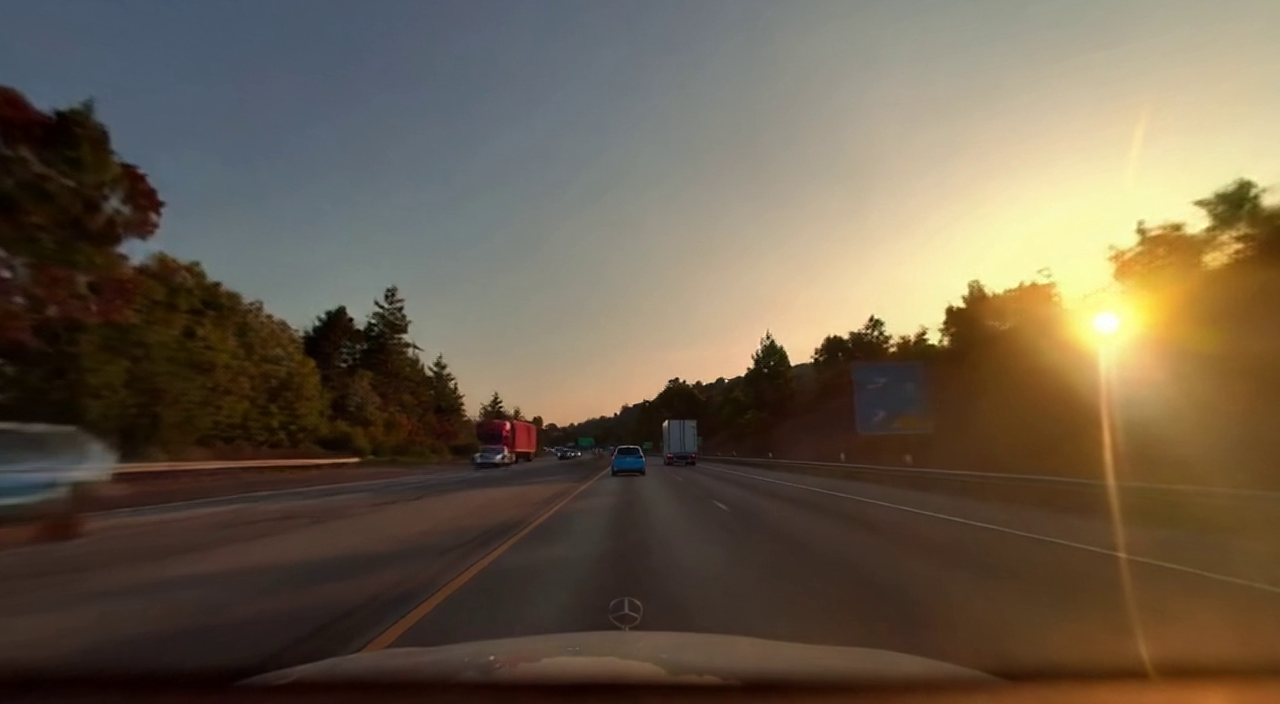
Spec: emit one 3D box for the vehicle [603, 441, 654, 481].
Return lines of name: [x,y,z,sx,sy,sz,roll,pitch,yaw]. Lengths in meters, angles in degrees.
vehicle: [-0.530,5.045,29.379,2.190,1.706,4.062,0,-9,-1]

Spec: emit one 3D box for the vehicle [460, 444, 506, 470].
vehicle: [-10.298,6.920,41.563,1.890,1.575,4.211,-1,-9,1]
